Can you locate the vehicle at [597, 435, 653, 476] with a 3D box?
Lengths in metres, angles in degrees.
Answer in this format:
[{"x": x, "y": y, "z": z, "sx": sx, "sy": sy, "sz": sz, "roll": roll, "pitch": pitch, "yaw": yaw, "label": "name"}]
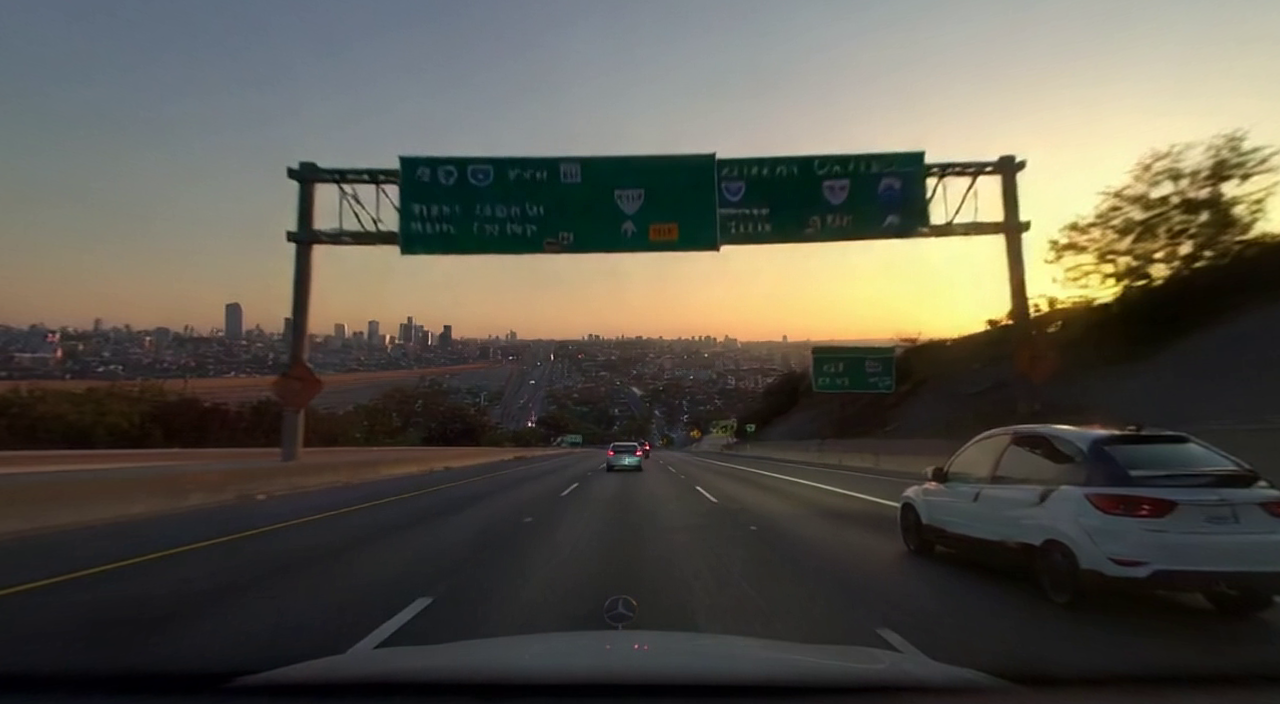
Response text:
[{"x": -0.577, "y": 4.268, "z": 26.157, "sx": 2.147, "sy": 1.576, "sz": 3.964, "roll": 0, "pitch": -8, "yaw": 0, "label": "vehicle"}]
